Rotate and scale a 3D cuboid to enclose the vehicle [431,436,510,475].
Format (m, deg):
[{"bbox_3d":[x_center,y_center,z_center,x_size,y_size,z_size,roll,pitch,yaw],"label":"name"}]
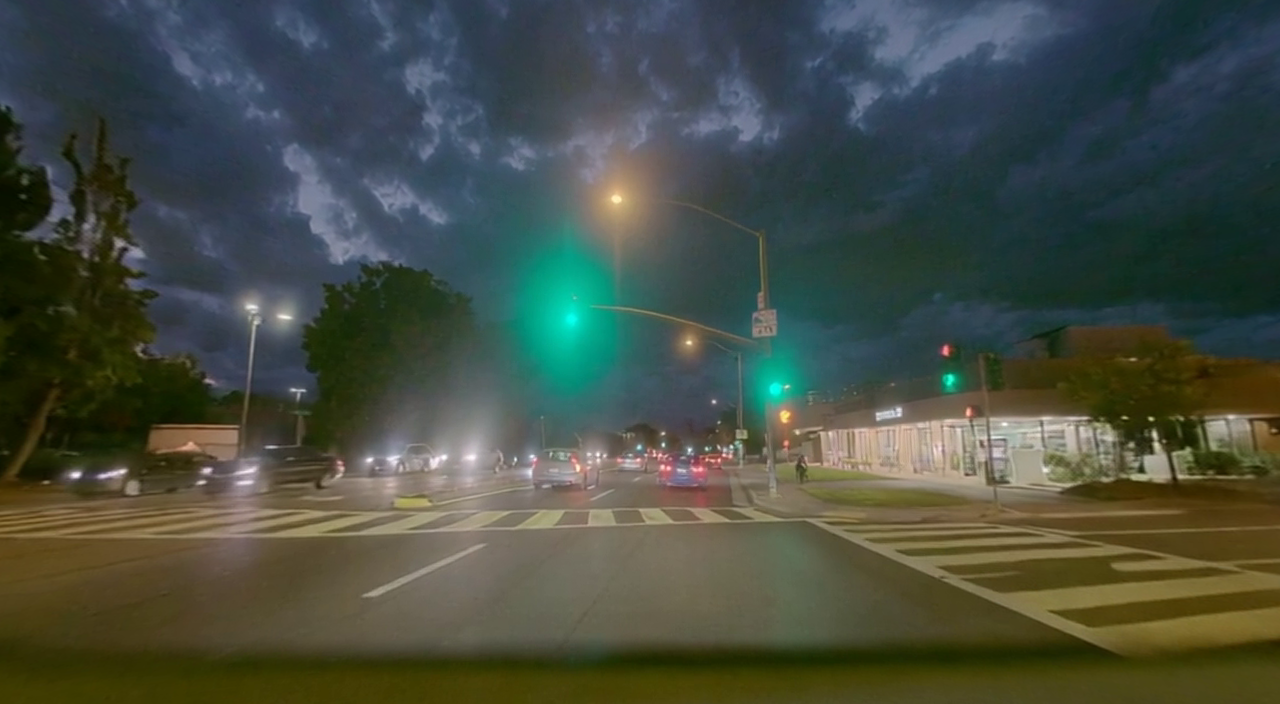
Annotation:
[{"bbox_3d":[-8.812,5.423,33.313,2.221,1.856,4.847,-1,-9,8],"label":"vehicle"}]

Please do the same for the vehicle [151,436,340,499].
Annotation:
[{"bbox_3d":[-10.905,3.202,18.006,1.923,1.516,4.727,-1,-9,8],"label":"vehicle"}]

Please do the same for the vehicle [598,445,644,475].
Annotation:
[{"bbox_3d":[-0.969,5.962,35.075,1.887,1.517,4.254,-1,-9,8],"label":"vehicle"}]

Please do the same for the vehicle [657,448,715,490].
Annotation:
[{"bbox_3d":[1.819,4.492,24.678,2.085,1.475,3.976,-1,-9,5],"label":"vehicle"}]

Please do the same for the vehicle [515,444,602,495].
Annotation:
[{"bbox_3d":[-2.542,3.763,20.724,1.921,1.477,4.083,-1,-9,6],"label":"vehicle"}]

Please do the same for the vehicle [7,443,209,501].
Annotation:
[{"bbox_3d":[-15.322,3.439,18.586,1.896,1.455,4.257,-2,-8,9],"label":"vehicle"}]

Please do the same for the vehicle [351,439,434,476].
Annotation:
[{"bbox_3d":[-12.559,5.378,32.426,1.961,1.731,4.450,-1,-9,8],"label":"vehicle"}]
